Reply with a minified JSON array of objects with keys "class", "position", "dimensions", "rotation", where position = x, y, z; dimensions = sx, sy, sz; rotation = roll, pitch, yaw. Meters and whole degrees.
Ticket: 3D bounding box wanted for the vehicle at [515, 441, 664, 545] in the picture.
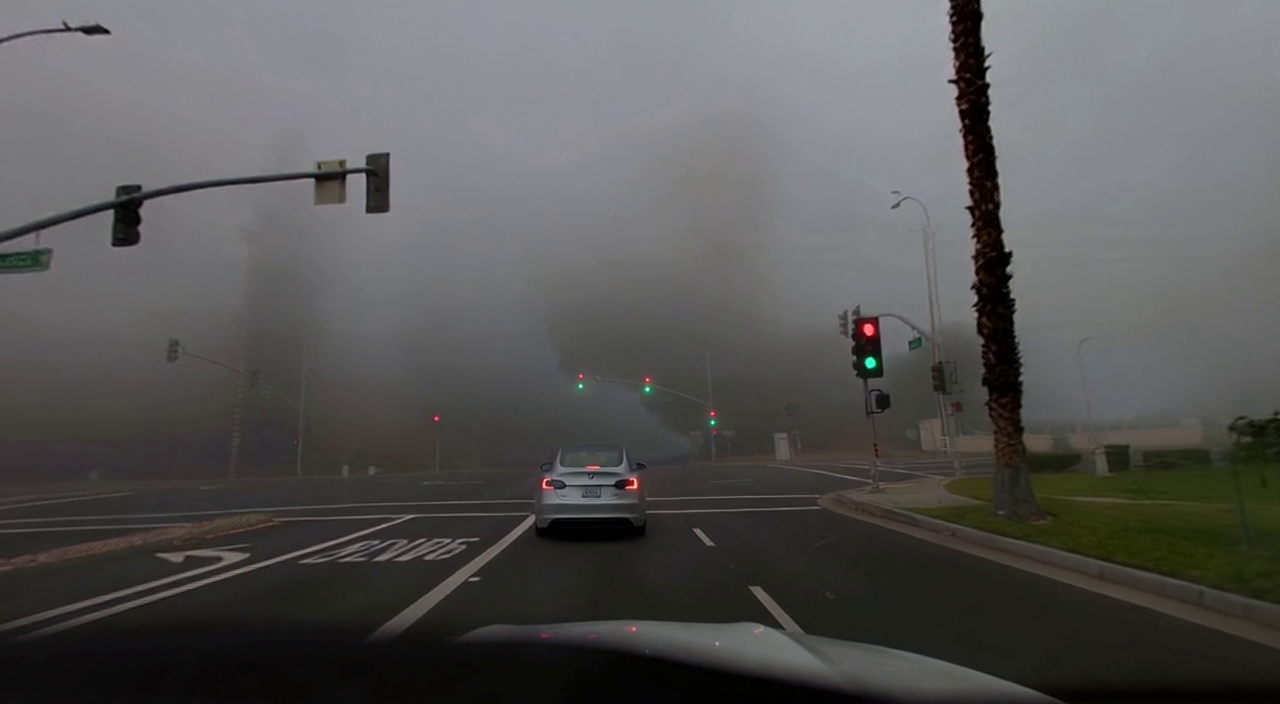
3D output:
[{"class":"vehicle","position":[-0.791,2.363,11.354],"dimensions":[2.152,1.478,4.229],"rotation":[0,-8,-2]}]
